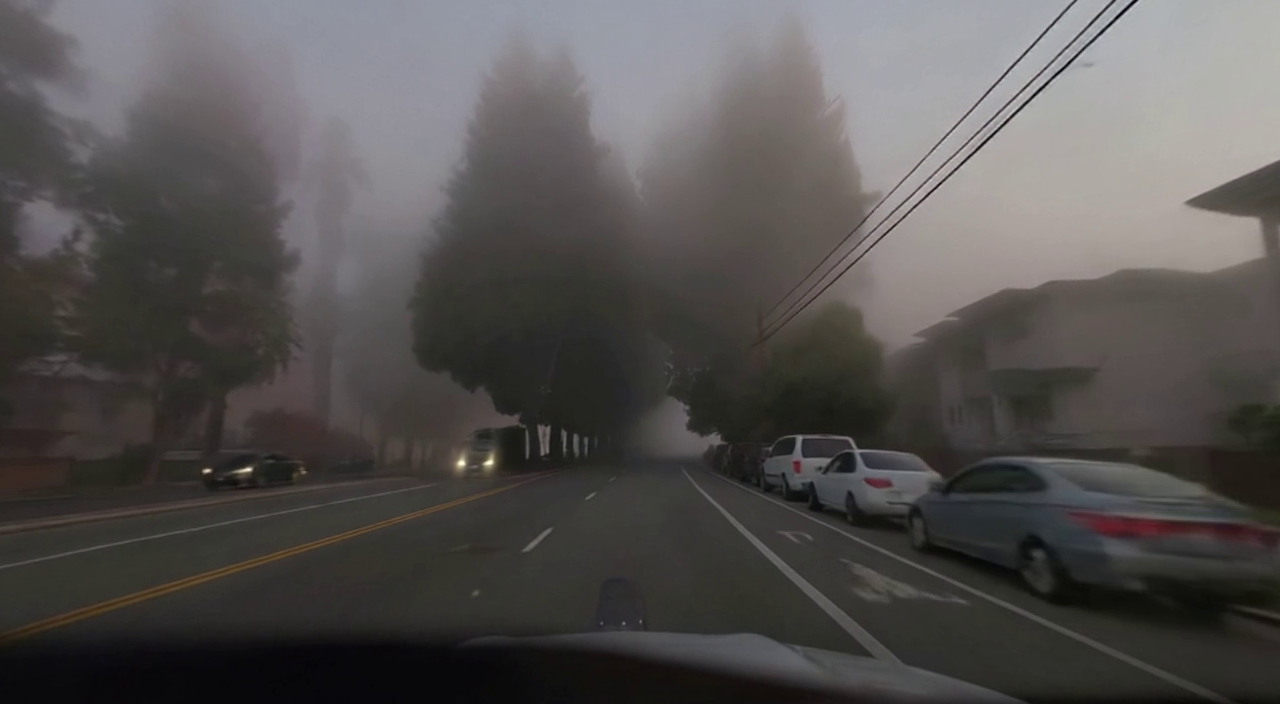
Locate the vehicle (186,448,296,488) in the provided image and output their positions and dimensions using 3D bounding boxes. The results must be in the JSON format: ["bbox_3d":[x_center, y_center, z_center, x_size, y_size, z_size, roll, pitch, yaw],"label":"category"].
[{"bbox_3d":[-18.603,5.384,29.720,1.965,1.640,4.665,-1,-8,3],"label":"vehicle"}]

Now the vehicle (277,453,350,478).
[{"bbox_3d":[-22.703,7.920,44.141,2.026,1.531,5.099,-1,-8,6],"label":"vehicle"}]

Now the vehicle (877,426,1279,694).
[{"bbox_3d":[4.308,1.528,6.089,2.027,1.503,4.838,0,-8,-2],"label":"vehicle"}]
